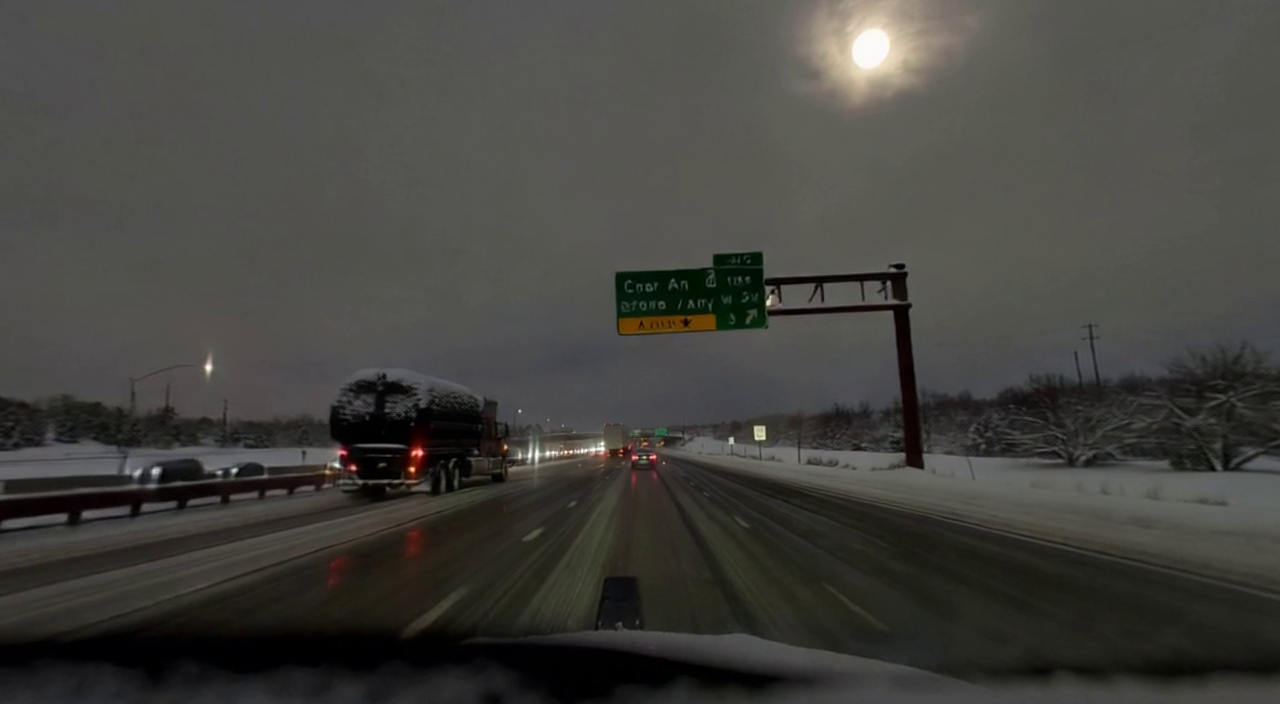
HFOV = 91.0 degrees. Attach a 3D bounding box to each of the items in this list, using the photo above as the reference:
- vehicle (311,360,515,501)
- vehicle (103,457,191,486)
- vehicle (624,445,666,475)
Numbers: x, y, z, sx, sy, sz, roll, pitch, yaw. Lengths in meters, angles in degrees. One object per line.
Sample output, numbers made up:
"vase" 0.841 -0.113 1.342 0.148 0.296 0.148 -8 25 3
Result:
"vehicle" -7.217 2.942 22.630 3.067 3.804 11.136 0 -9 1
"vehicle" -31.201 7.557 40.044 1.878 1.613 4.488 -1 -9 2
"vehicle" 0.224 5.710 33.478 2.066 1.469 4.050 0 -9 -1
